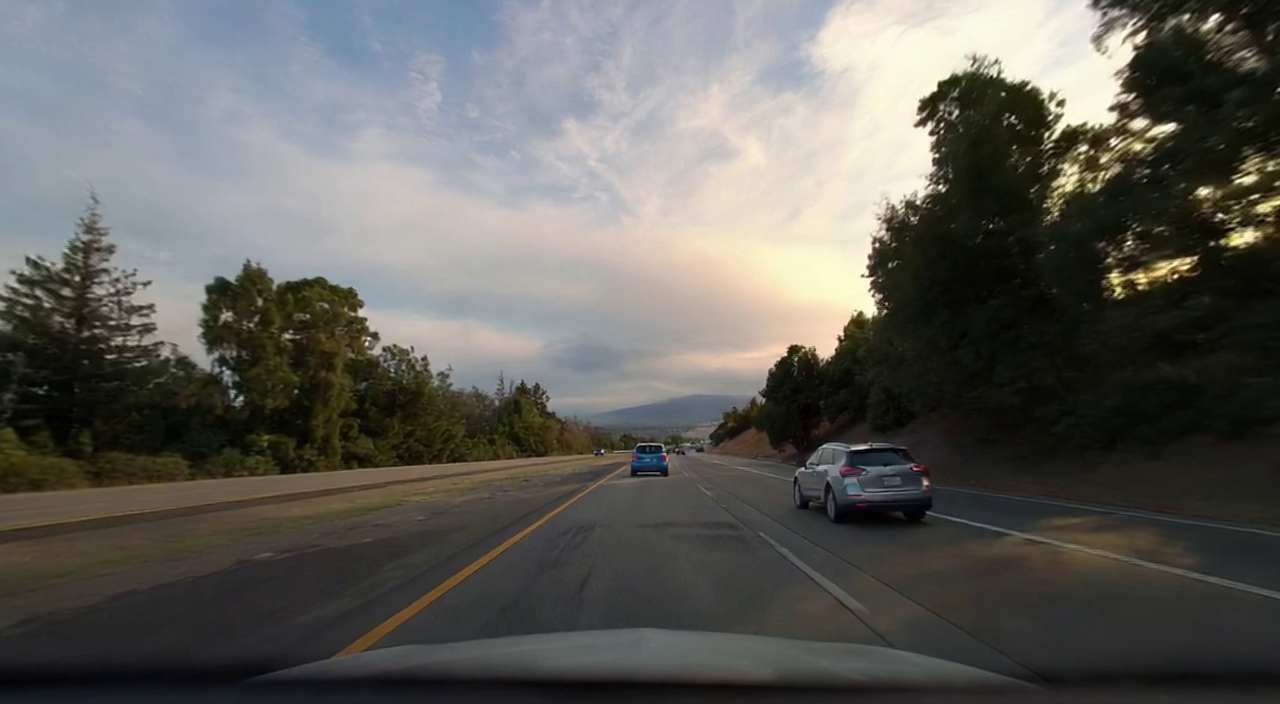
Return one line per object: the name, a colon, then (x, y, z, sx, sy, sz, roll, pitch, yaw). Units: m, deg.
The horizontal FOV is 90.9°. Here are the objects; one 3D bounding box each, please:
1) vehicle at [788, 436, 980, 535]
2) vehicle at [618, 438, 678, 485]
vehicle: (4.288, 2.405, 11.956, 1.864, 1.489, 4.379, 0, -9, 0)
vehicle: (0.314, 4.365, 25.379, 2.190, 1.706, 4.062, 0, -9, 1)
